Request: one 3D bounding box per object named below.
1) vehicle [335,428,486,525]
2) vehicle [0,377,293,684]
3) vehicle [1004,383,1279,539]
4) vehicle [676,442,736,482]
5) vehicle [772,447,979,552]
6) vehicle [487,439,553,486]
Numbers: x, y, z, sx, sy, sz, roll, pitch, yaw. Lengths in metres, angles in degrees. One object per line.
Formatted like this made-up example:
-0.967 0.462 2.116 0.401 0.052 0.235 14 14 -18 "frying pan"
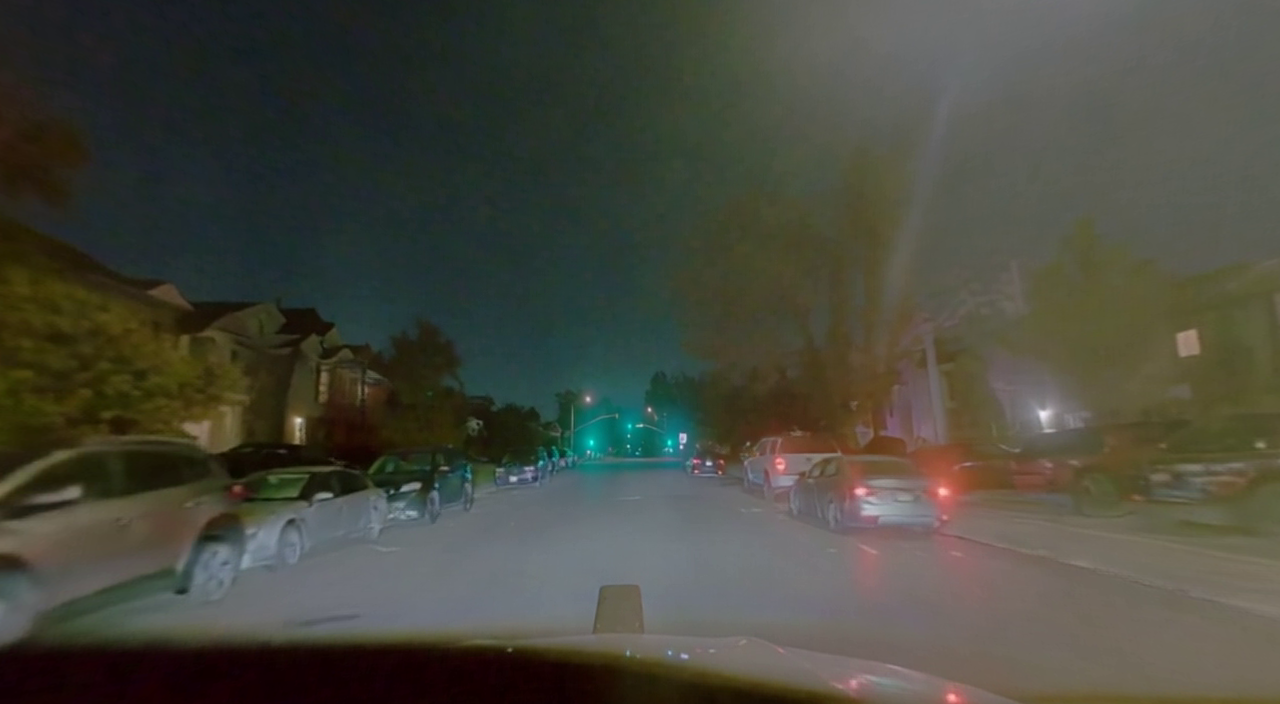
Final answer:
-5.121 2.862 14.978 2.022 1.822 5.002 -1 -9 -4 "vehicle"
-5.021 1.358 5.299 2.007 1.861 4.101 0 -10 -3 "vehicle"
9.084 1.922 10.943 2.392 1.979 5.752 1 -10 3 "vehicle"
3.457 5.895 34.398 2.415 1.963 5.688 0 -8 -2 "vehicle"
4.128 2.622 12.196 1.850 1.516 5.066 0 -8 -3 "vehicle"
-5.087 4.795 27.488 2.035 1.822 4.348 0 -10 -1 "vehicle"
